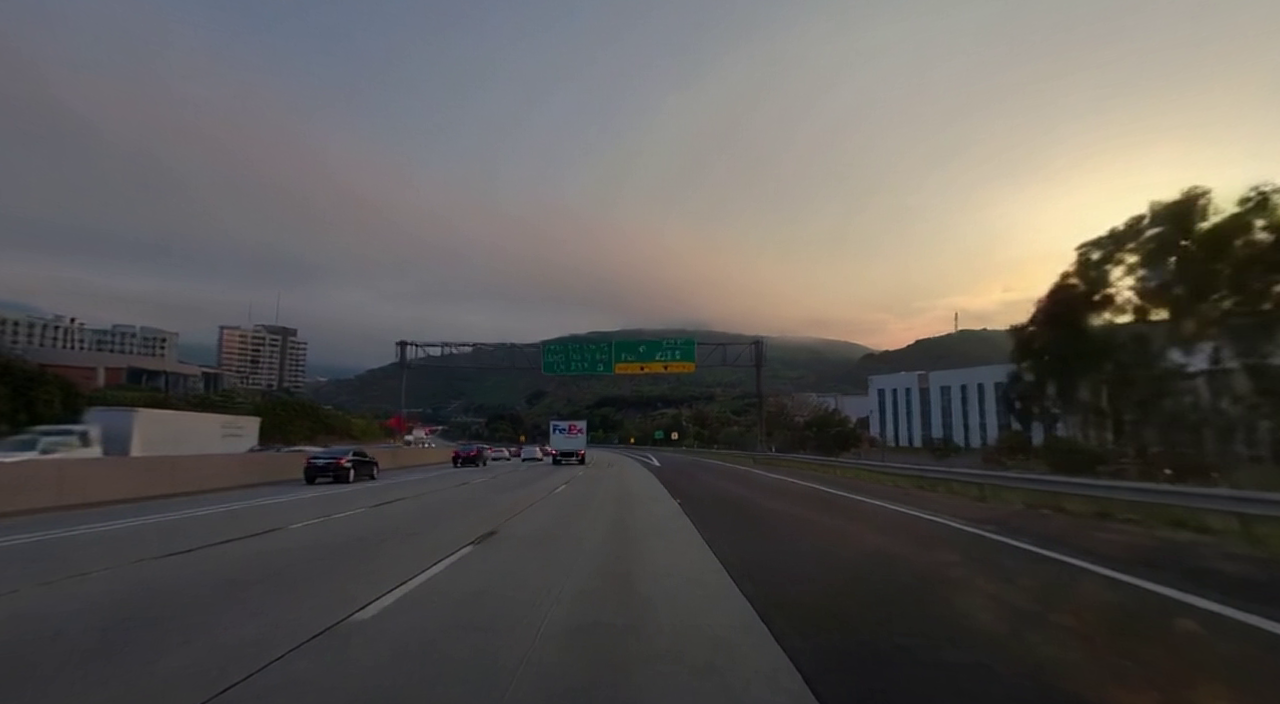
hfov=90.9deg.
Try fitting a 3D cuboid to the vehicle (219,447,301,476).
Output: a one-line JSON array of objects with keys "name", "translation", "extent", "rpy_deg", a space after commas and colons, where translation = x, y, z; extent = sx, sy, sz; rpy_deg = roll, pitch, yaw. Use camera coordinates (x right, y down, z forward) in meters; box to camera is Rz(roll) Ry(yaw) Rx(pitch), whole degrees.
[{"name": "vehicle", "translation": [-21.167, 6.067, 35.337], "extent": [1.886, 1.464, 4.370], "rpy_deg": [0, -8, -1]}]

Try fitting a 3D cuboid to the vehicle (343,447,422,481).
[{"name": "vehicle", "translation": [-11.841, 5.150, 29.340], "extent": [1.879, 1.431, 4.425], "rpy_deg": [0, -8, -1]}]

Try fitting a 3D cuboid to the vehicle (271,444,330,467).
[{"name": "vehicle", "translation": [-25.580, 7.801, 47.744], "extent": [1.904, 1.575, 4.743], "rpy_deg": [0, -8, -2]}]

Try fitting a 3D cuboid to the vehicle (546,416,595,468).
[{"name": "vehicle", "translation": [-4.828, 6.390, 45.115], "extent": [2.798, 3.212, 7.573], "rpy_deg": [3, -8, -2]}]

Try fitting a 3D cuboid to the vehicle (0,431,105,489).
[{"name": "vehicle", "translation": [-25.111, 4.197, 24.903], "extent": [2.564, 2.117, 6.007], "rpy_deg": [2, -8, 1]}]

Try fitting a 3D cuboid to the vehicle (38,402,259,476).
[{"name": "vehicle", "translation": [-29.620, 5.475, 39.612], "extent": [3.034, 3.793, 14.014], "rpy_deg": [0, -8, -2]}]
